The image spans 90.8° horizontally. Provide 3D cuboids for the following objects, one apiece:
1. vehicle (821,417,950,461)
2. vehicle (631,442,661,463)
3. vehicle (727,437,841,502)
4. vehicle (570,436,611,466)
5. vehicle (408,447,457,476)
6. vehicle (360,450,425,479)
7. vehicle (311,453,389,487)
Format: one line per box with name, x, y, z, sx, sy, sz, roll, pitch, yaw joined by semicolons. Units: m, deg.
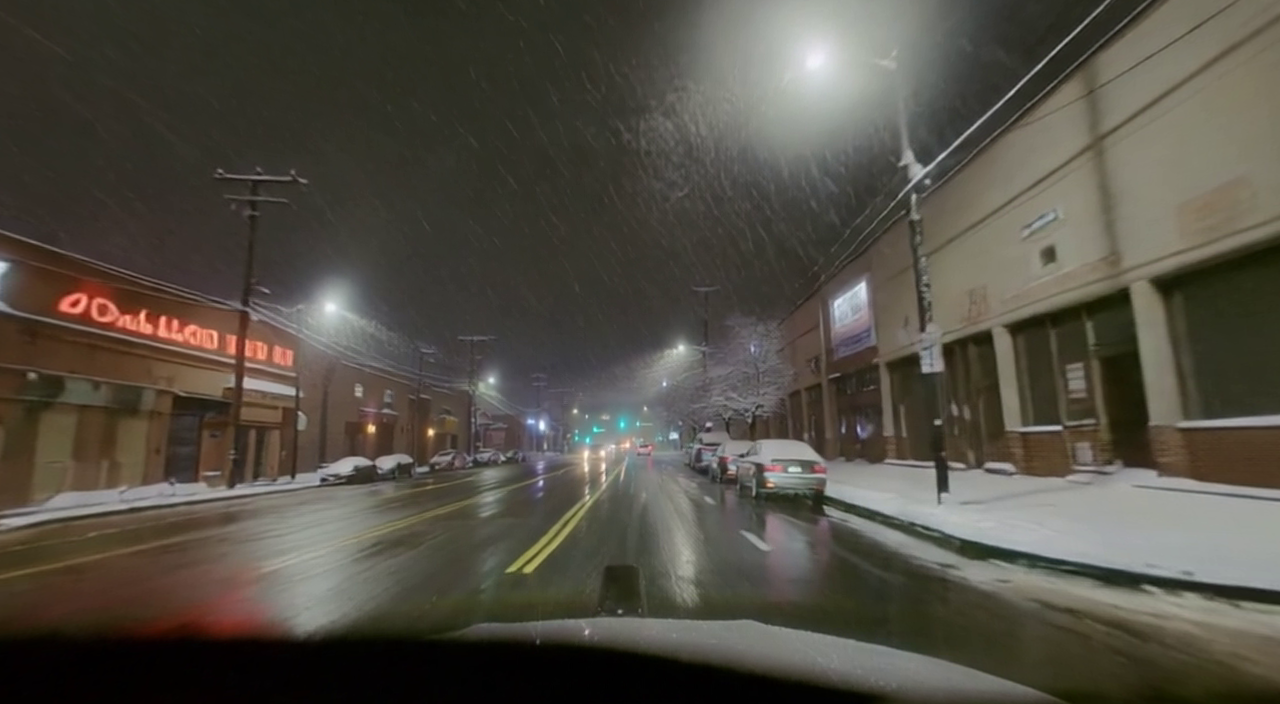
vehicle;12.687;4.514;32.947;5.603;1.659;2.393;-5;-7;-3
vehicle;0.446;7.411;46.805;2.099;1.470;4.270;0;-8;0
vehicle;3.840;3.224;17.873;2.042;1.487;5.033;2;-8;0
vehicle;-3.269;6.659;42.710;2.348;1.831;4.737;0;-8;0
vehicle;-15.141;7.992;46.434;2.020;1.695;4.629;-8;-7;-2
vehicle;-15.331;6.981;39.413;2.076;1.518;4.981;-2;-8;0
vehicle;-15.309;6.222;33.634;1.883;1.493;4.880;-2;-8;0
